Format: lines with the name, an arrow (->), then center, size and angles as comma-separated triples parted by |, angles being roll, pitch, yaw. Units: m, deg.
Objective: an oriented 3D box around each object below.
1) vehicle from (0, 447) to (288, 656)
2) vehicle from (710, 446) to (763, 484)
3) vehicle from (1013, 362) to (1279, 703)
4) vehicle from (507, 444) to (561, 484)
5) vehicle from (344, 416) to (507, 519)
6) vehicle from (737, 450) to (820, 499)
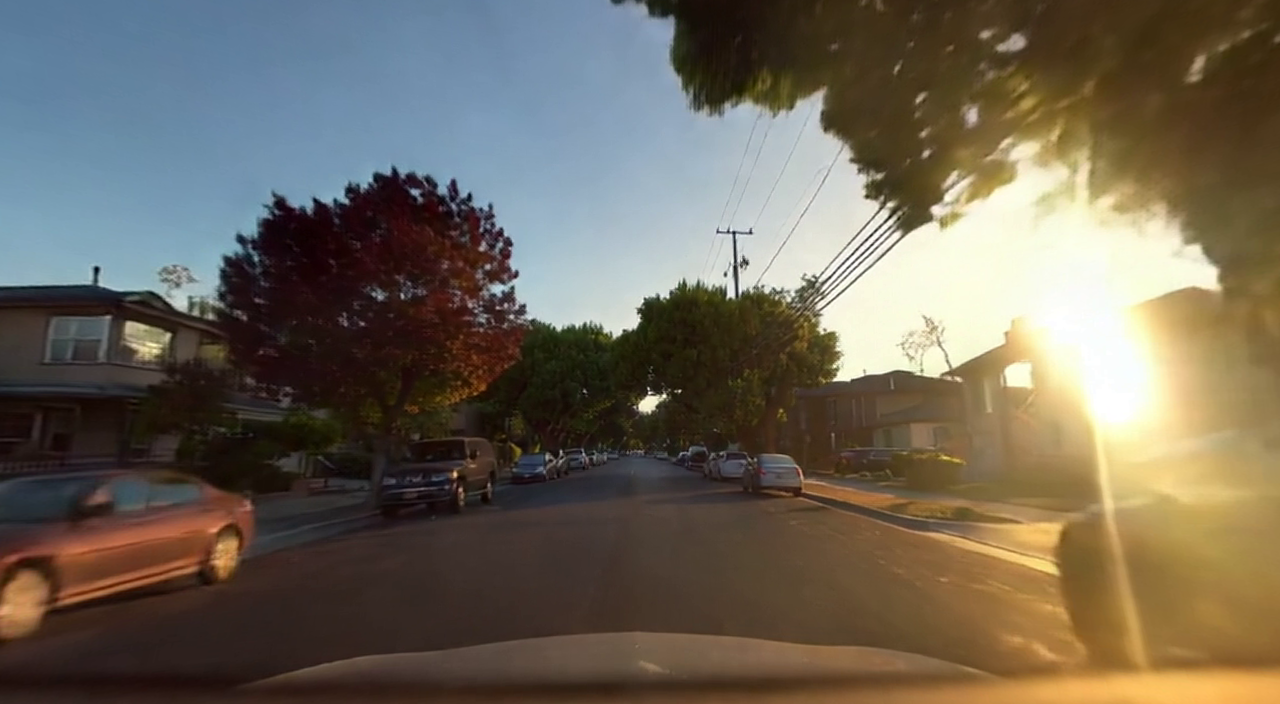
vehicle -> -5.317, 1.580, 5.620 | 1.824, 1.417, 4.395 | -1, -9, 0
vehicle -> 4.564, 5.388, 30.467 | 1.979, 1.620, 4.684 | 1, -9, 2
vehicle -> 3.857, 0.932, 2.579 | 2.049, 1.776, 4.285 | 1, -9, 0
vehicle -> -5.070, 5.378, 30.732 | 1.873, 1.709, 4.206 | -3, -8, 1
vehicle -> -5.165, 2.893, 16.330 | 2.242, 2.135, 5.566 | -1, -9, 0
vehicle -> 4.554, 4.091, 21.508 | 1.893, 1.437, 4.369 | 1, -9, 1
